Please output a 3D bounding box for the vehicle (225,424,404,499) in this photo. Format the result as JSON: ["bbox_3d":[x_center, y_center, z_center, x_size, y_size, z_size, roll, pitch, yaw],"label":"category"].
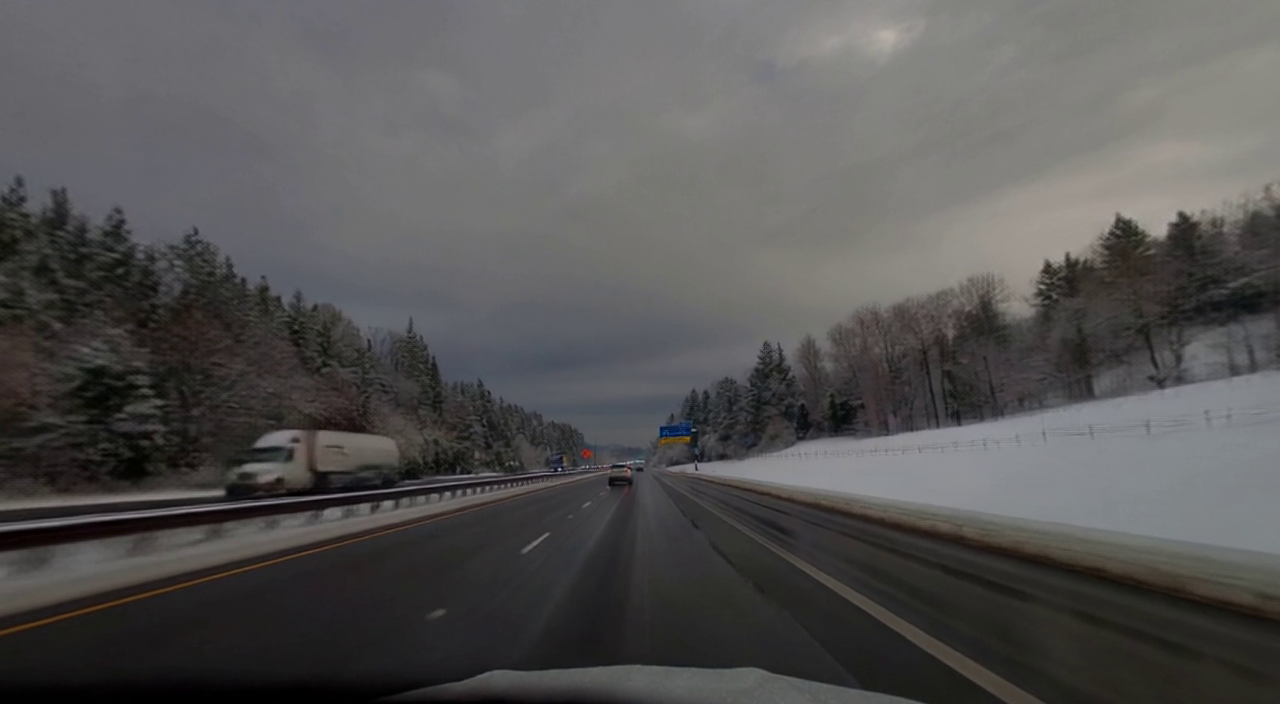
[{"bbox_3d":[-16.879,6.019,34.394,3.033,3.267,12.435,0,-10,1],"label":"vehicle"}]

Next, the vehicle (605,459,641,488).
[{"bbox_3d":[-0.990,7.579,39.271,2.104,1.655,4.039,0,-10,1],"label":"vehicle"}]
